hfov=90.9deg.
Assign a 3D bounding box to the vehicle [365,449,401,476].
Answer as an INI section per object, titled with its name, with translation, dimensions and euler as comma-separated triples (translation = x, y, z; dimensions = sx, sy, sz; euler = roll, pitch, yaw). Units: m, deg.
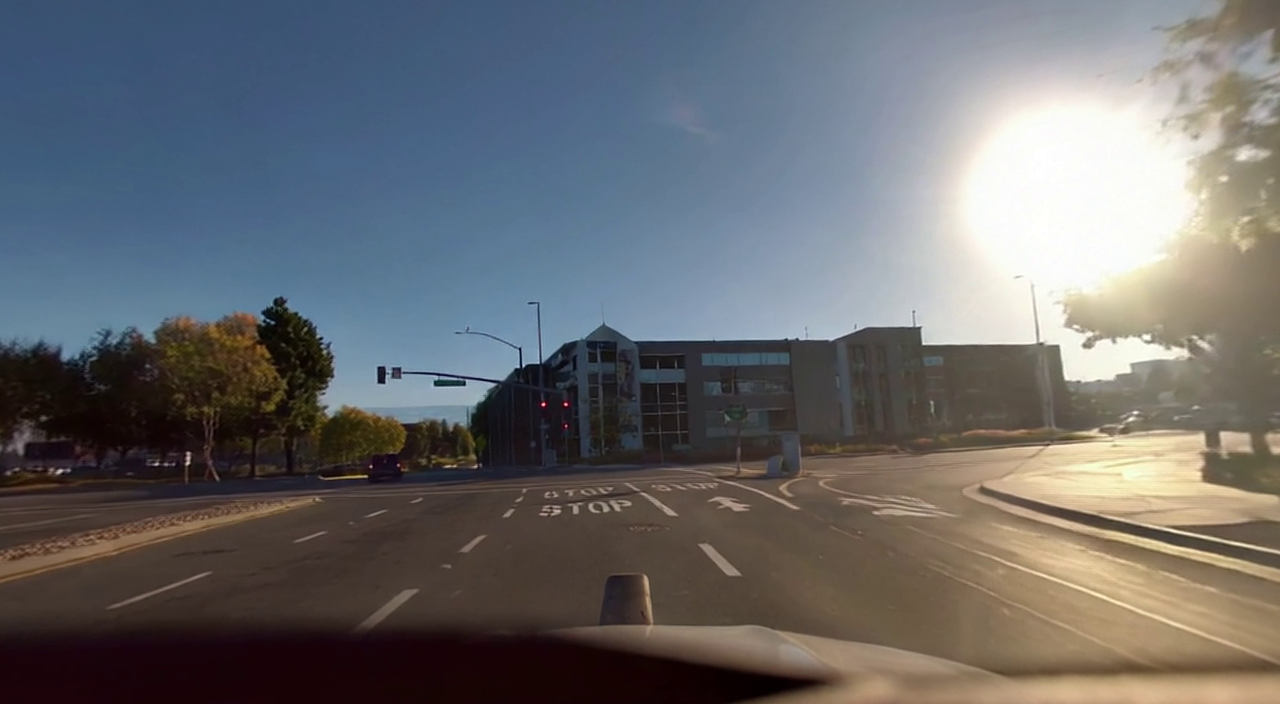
[vehicle]
translation = -20.364, 8.654, 49.746
dimensions = 2.336, 1.923, 5.570
euler = 4, -9, -24
